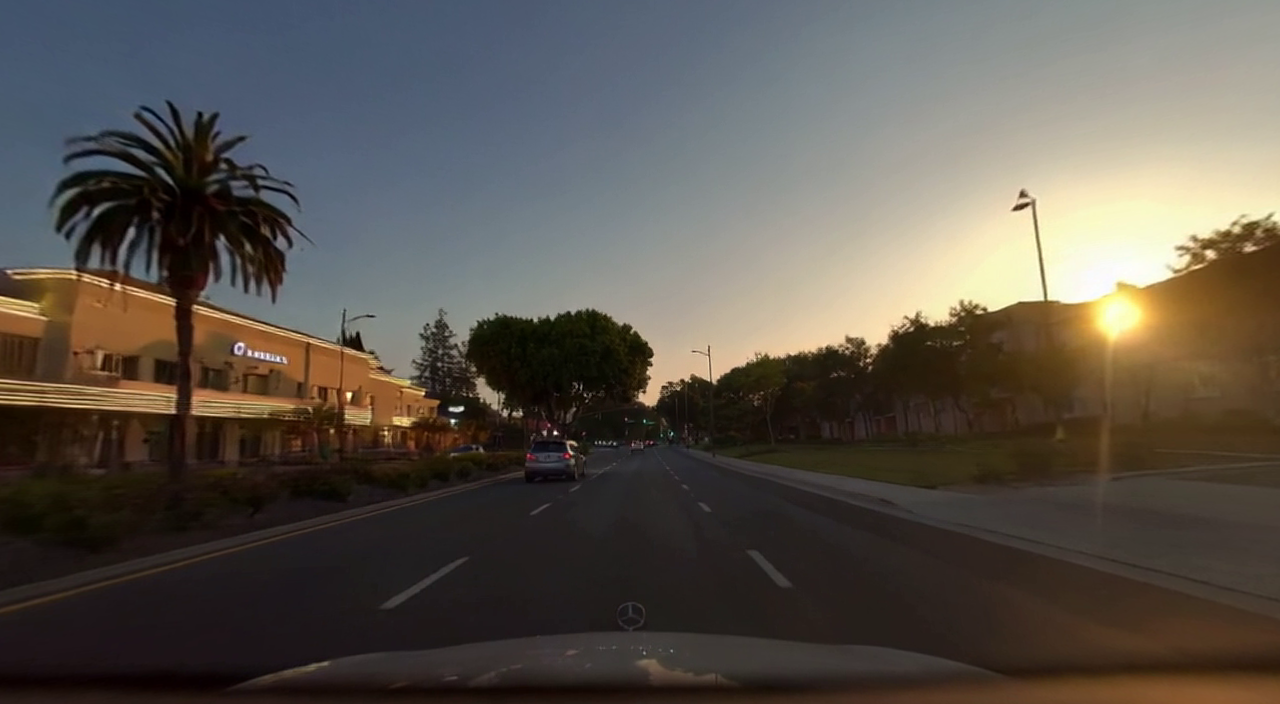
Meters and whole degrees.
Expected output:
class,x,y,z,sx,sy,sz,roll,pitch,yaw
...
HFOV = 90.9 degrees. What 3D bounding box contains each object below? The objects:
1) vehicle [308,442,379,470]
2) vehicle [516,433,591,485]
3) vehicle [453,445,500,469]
class,x,y,z,sx,sy,sz,roll,pitch,yaw
vehicle,-22.093,7.778,47.315,2.452,1.859,5.964,-3,-9,0
vehicle,-3.041,3.888,23.214,2.062,1.693,4.669,0,-8,1
vehicle,-10.847,6.967,42.056,1.930,1.480,4.115,0,-9,1
